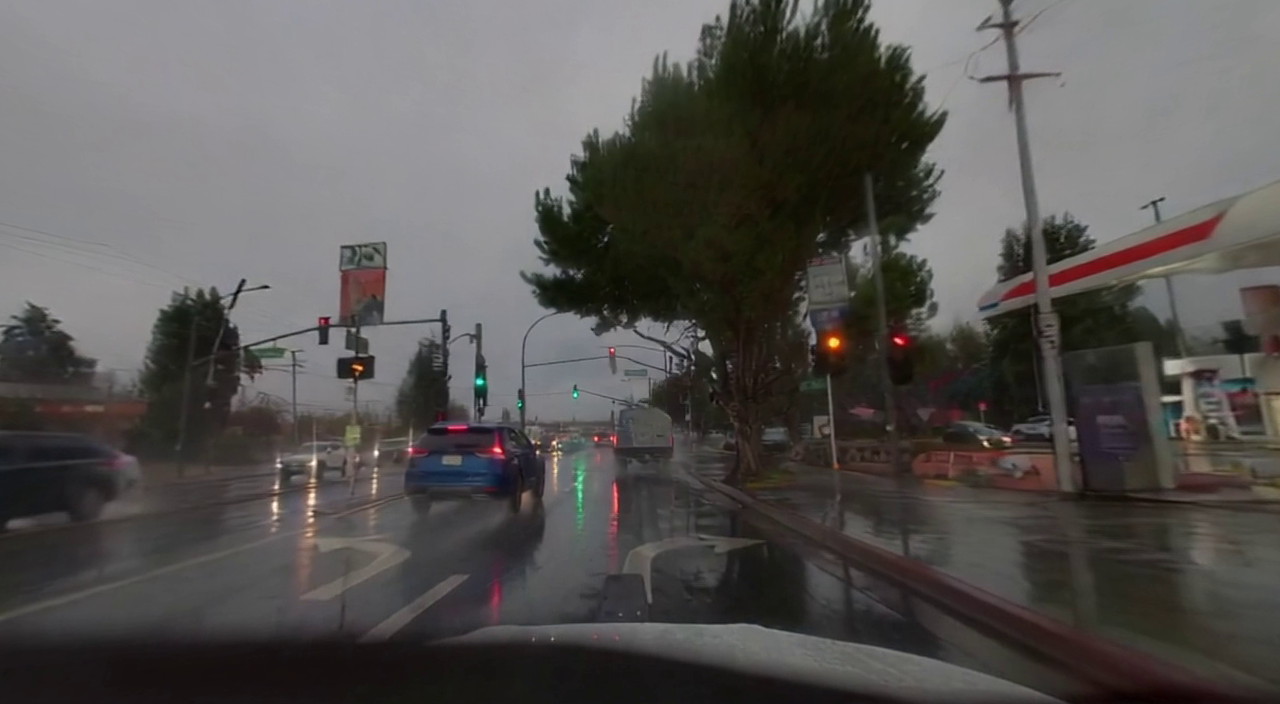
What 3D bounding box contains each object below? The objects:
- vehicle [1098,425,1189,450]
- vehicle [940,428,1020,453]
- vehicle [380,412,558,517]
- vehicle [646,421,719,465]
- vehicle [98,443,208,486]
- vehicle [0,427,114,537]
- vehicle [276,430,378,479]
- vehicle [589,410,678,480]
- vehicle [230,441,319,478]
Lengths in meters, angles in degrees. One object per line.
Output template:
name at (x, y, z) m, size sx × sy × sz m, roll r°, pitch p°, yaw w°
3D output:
vehicle at (33.751, 5.750, 42.271) m, size 4.403 × 1.484 × 1.952 m, roll -2°, pitch -10°, yaw -2°
vehicle at (21.709, 5.674, 40.320) m, size 3.997 × 1.496 × 1.907 m, roll 0°, pitch -9°, yaw -3°
vehicle at (-3.161, 2.240, 12.971) m, size 2.247 × 1.734 × 4.919 m, roll 0°, pitch -9°, yaw 1°
vehicle at (2.126, 4.296, 29.606) m, size 2.136 × 1.813 × 5.570 m, roll -3°, pitch -9°, yaw 17°
vehicle at (-31.082, 7.163, 40.235) m, size 5.274 × 1.973 × 2.438 m, roll -8°, pitch -10°, yaw 4°
vehicle at (-11.753, 2.209, 10.721) m, size 1.912 × 1.831 × 4.314 m, roll 0°, pitch -9°, yaw -3°
vehicle at (-12.768, 4.212, 26.057) m, size 1.980 × 1.799 × 4.489 m, roll 0°, pitch -9°, yaw -2°
vehicle at (-0.096, 3.073, 20.783) m, size 2.552 × 1.999 × 5.498 m, roll 0°, pitch -9°, yaw 2°
vehicle at (-16.330, 4.802, 28.375) m, size 1.719 × 1.523 × 3.864 m, roll 0°, pitch -9°, yaw -1°
